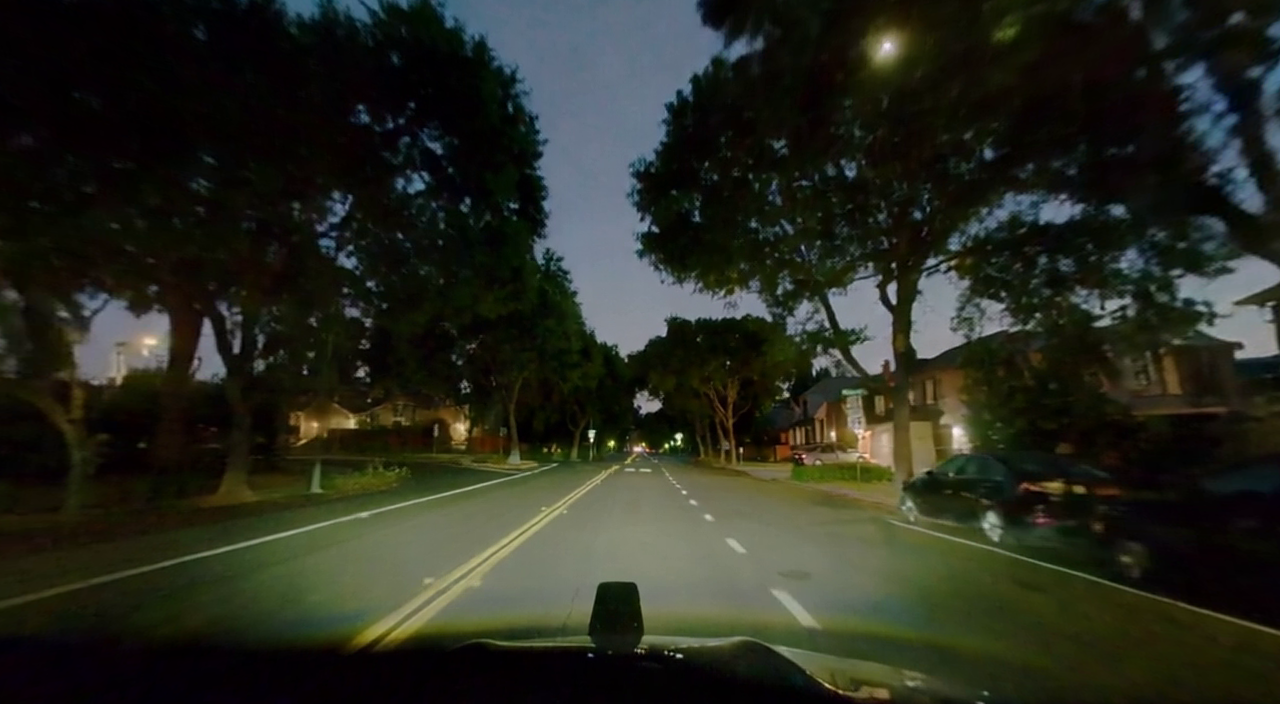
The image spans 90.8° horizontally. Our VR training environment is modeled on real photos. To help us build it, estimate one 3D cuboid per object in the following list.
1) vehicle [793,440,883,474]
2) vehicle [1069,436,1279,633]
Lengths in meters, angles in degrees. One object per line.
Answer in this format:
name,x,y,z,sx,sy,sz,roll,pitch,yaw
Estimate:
vehicle,11.213,5.953,36.065,4.453,1.590,1.861,-3,-7,3
vehicle,6.025,1.455,5.074,1.893,1.543,4.434,0,-9,-2
